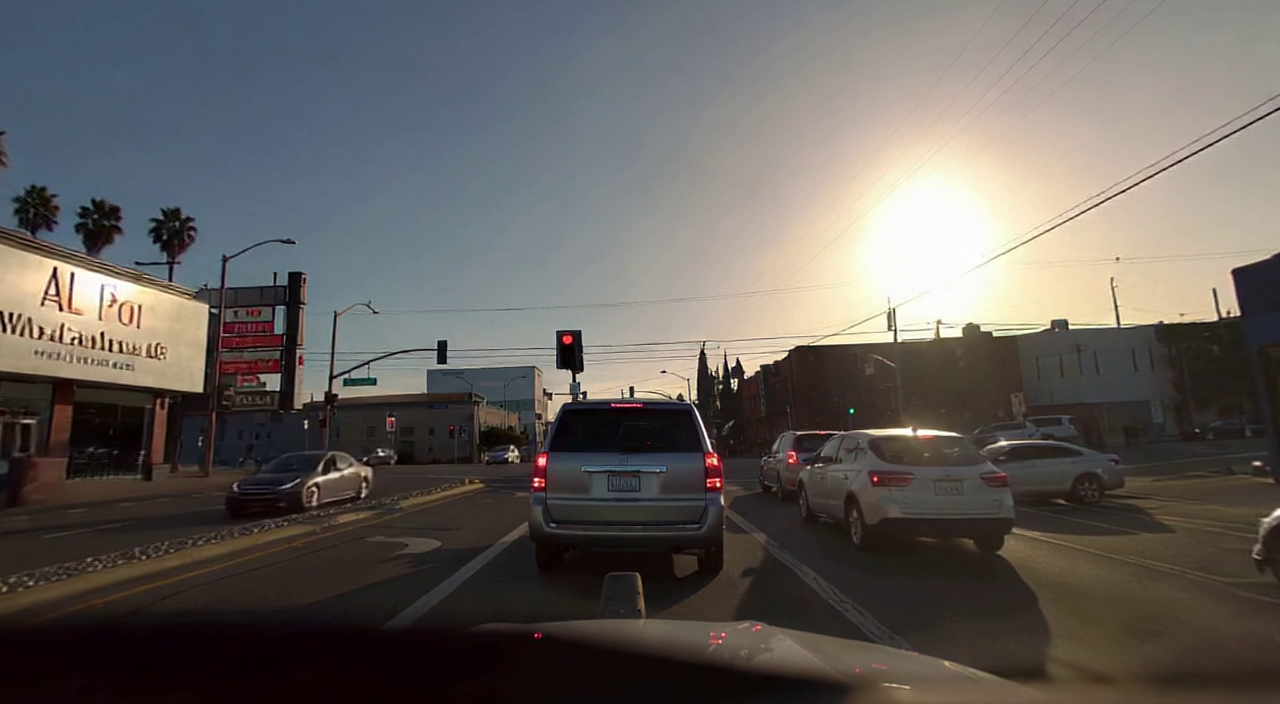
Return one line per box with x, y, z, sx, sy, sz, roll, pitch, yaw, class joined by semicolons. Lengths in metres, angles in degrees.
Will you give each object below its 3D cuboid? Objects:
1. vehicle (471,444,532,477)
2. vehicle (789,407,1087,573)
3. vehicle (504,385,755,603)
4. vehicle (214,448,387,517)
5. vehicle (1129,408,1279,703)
-7.800;6.150;35.972;2.095;1.730;4.607;-1;-8;4;vehicle
3.620;1.756;8.787;2.036;1.719;4.318;0;-8;0;vehicle
-0.009;1.537;7.669;2.154;1.861;4.280;0;-8;2;vehicle
-8.291;3.179;15.958;1.930;1.484;4.252;0;-8;2;vehicle
3.370;0.728;0.806;1.884;1.484;4.609;0;-8;2;vehicle
